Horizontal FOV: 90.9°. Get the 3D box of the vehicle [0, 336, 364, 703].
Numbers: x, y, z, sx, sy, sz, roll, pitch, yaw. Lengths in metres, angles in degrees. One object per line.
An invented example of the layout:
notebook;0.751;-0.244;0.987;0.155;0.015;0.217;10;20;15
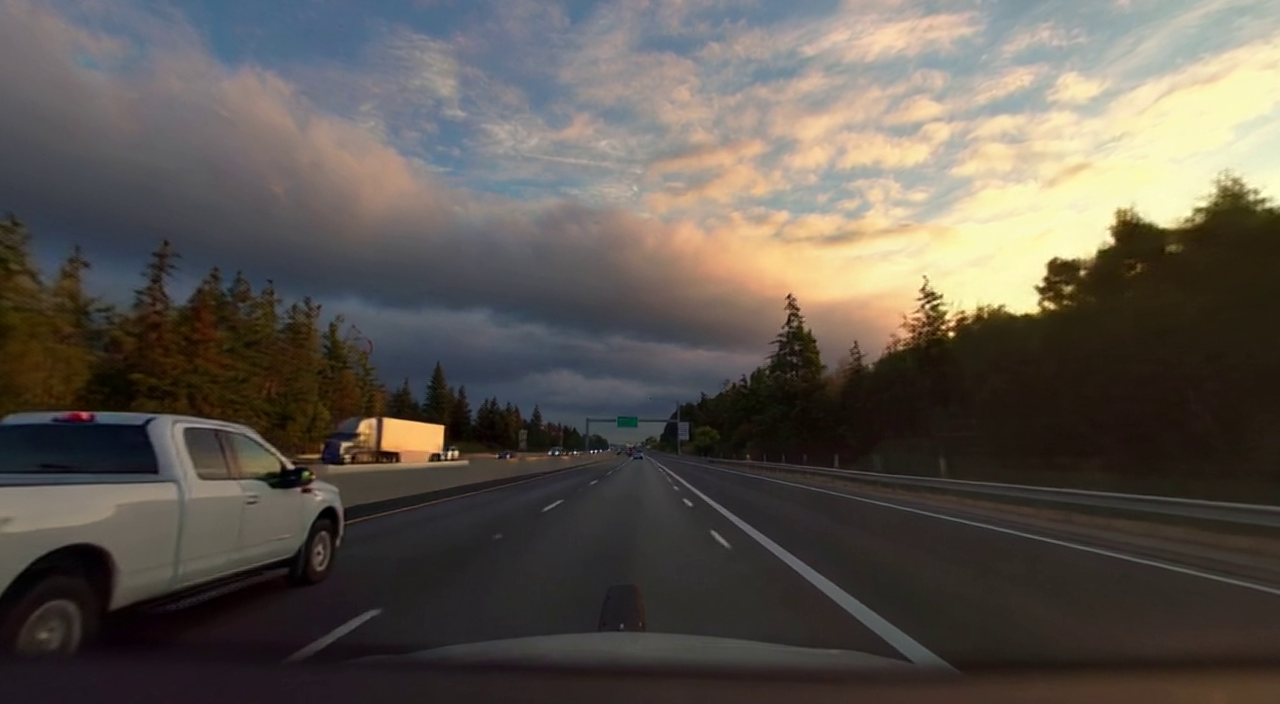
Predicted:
vehicle;-4.019;1.047;3.940;2.214;1.872;5.179;0;-9;0
